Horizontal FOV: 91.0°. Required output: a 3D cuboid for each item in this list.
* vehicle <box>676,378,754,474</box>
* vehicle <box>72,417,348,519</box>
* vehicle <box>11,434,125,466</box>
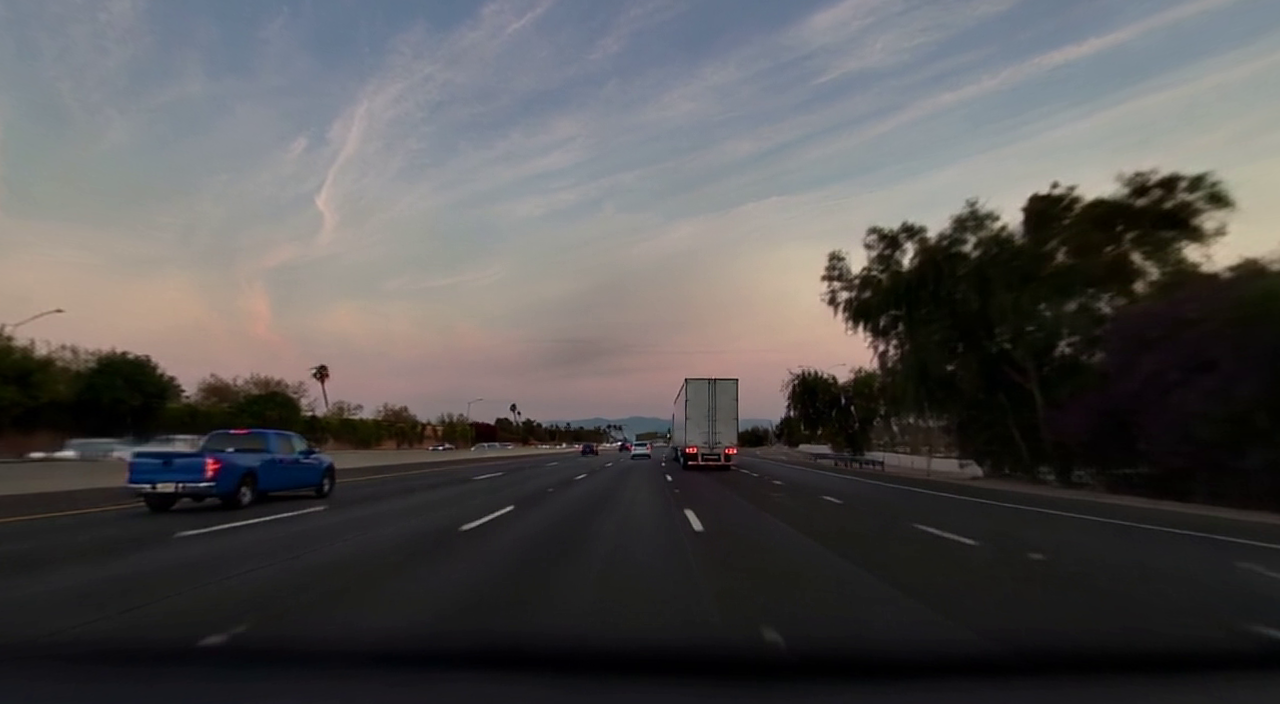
[{"bbox_3d":[3.710,4.319,35.640,2.891,4.123,16.415,0,-8,2],"label":"vehicle"},{"bbox_3d":[-8.515,2.356,13.283,2.264,1.728,4.940,0,-9,1],"label":"vehicle"},{"bbox_3d":[-32.564,5.578,36.035,1.945,1.692,4.734,0,-9,2],"label":"vehicle"}]
